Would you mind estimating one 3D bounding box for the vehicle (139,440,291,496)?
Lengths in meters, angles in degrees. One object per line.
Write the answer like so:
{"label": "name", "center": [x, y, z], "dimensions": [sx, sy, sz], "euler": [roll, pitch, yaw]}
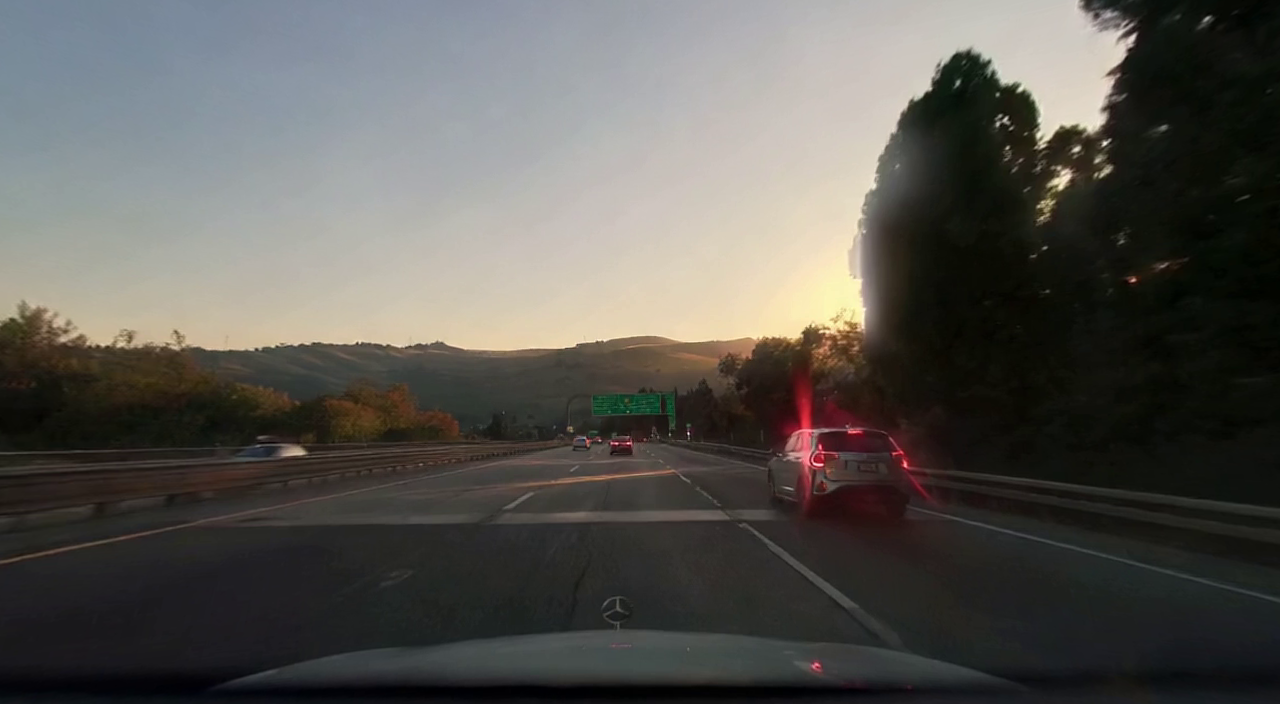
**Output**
{"label": "vehicle", "center": [-12.970, 3.510, 19.576], "dimensions": [1.838, 1.523, 4.224], "euler": [0, -8, -1]}
